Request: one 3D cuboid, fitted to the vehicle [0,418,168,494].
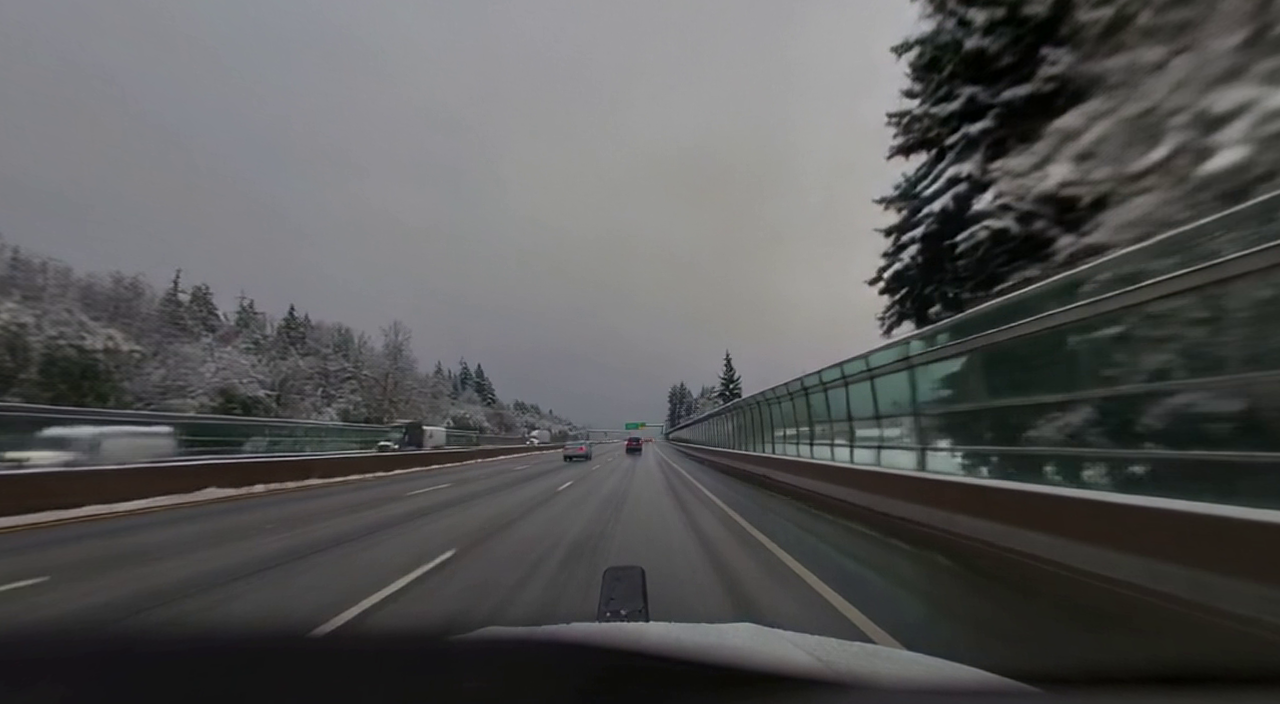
[{"bbox_3d":[-20.245,3.640,22.326,2.251,2.311,5.834,0,-8,0],"label":"vehicle"}]

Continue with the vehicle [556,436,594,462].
[{"bbox_3d":[-4.216,6.404,41.509,2.063,1.598,4.189,0,-8,0],"label":"vehicle"}]
